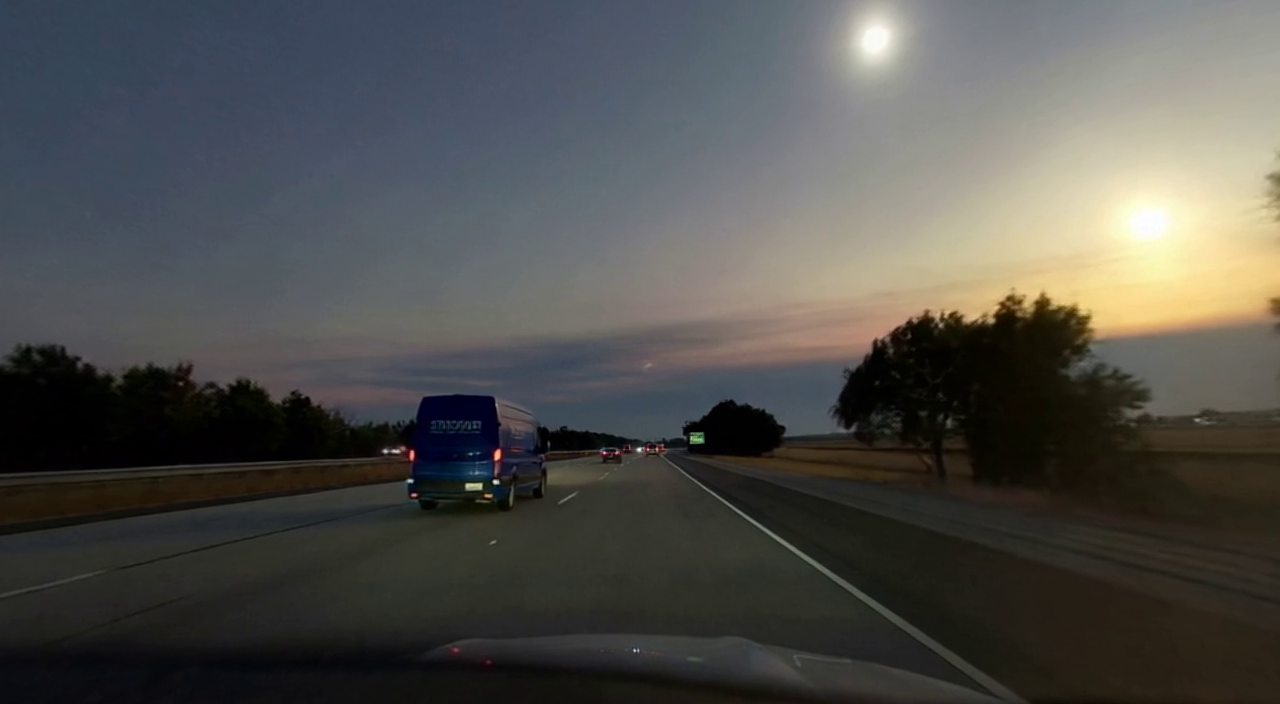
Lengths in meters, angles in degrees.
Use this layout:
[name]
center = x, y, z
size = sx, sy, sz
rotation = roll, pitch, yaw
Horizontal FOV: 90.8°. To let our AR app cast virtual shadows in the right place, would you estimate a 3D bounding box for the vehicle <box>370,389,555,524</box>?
[vehicle]
center = -3.484, 2.226, 13.780
size = 2.360, 2.367, 5.223
rotation = 0, -9, 2
